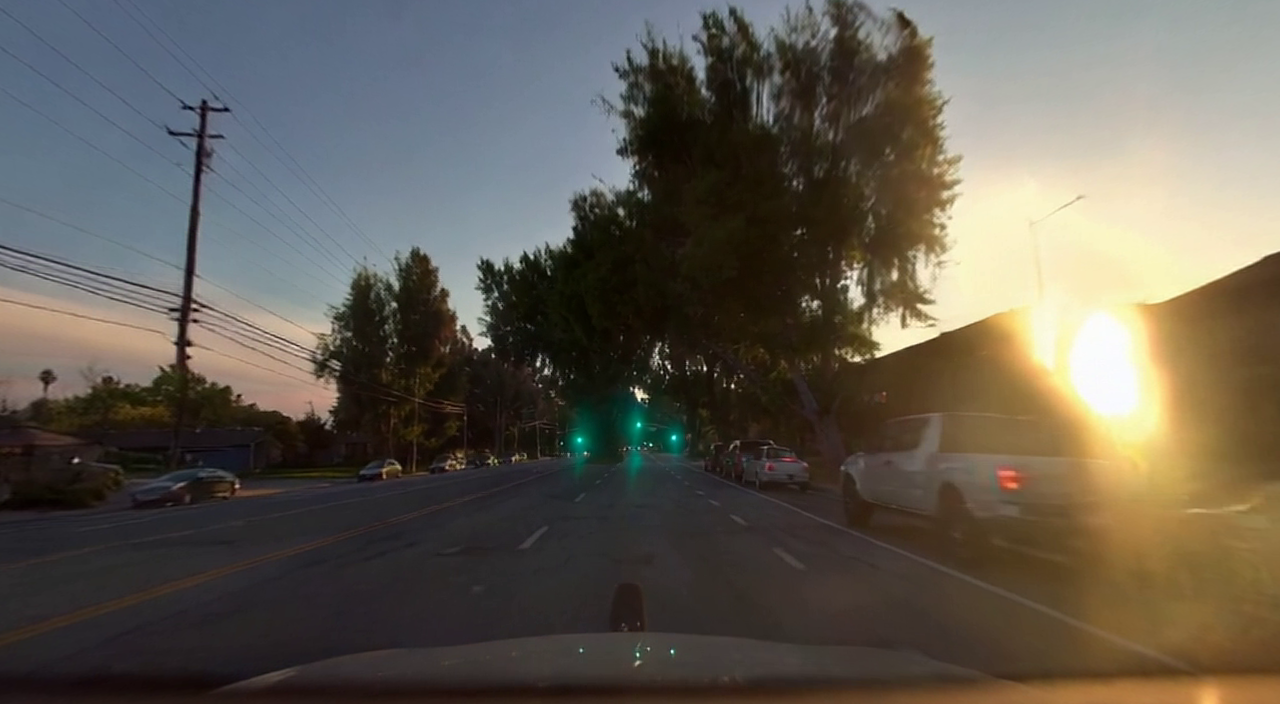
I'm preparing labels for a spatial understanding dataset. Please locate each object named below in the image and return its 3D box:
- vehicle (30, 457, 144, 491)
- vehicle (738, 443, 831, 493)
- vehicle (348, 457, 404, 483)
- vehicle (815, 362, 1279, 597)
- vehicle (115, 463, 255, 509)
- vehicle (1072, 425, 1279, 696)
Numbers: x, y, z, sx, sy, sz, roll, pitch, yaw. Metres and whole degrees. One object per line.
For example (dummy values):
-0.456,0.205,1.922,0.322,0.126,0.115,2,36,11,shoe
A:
-30.093,6.621,34.475,4.245,1.668,2.025,0,-8,-2,vehicle
4.587,3.754,20.840,1.844,1.426,4.916,0,-9,0,vehicle
-17.614,7.877,42.410,1.811,1.505,4.507,0,-9,0,vehicle
4.554,1.568,8.642,2.438,2.086,5.821,0,-9,-2,vehicle
-17.741,5.218,24.979,2.039,1.508,4.613,-1,-9,1,vehicle
4.511,1.006,2.680,2.074,1.457,4.633,0,-10,0,vehicle
